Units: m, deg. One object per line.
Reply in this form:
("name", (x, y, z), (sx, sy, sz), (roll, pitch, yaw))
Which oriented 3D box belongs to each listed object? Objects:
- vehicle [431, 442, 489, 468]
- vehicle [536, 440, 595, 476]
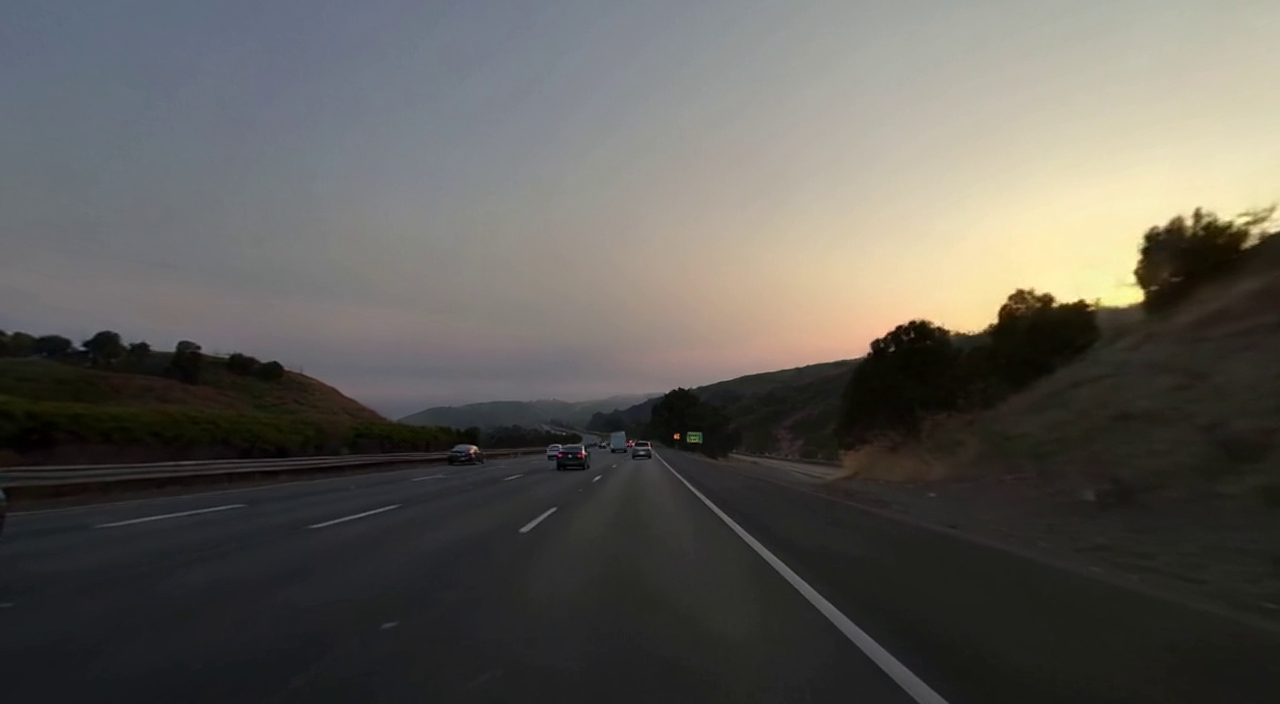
("vehicle", (-10.717, 6.164, 38.006), (1.945, 1.466, 4.947), (0, -8, 1))
("vehicle", (-3.392, 4.921, 29.609), (2.080, 1.505, 4.649), (-1, -8, 1))
